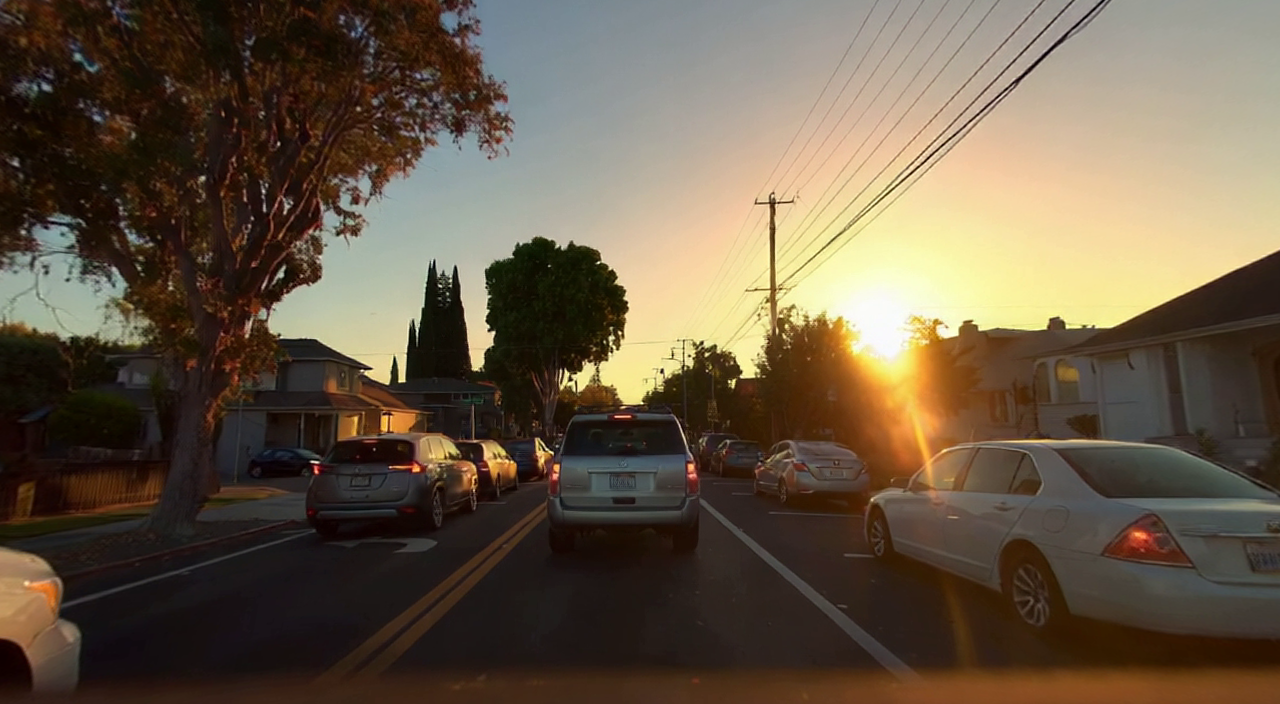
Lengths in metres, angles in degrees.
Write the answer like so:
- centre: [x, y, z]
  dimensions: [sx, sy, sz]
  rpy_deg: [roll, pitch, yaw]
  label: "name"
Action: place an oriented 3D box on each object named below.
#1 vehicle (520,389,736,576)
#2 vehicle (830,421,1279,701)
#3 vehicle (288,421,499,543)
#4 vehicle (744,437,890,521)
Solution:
- centre: [-0.207, 1.616, 8.550]
  dimensions: [2.164, 1.867, 4.254]
  rpy_deg: [0, -8, -2]
  label: "vehicle"
- centre: [3.473, 1.462, 5.766]
  dimensions: [1.977, 1.480, 4.589]
  rpy_deg: [0, -8, -1]
  label: "vehicle"
- centre: [-3.723, 2.023, 10.520]
  dimensions: [1.864, 1.576, 4.324]
  rpy_deg: [0, -8, -2]
  label: "vehicle"
- centre: [3.472, 2.546, 13.240]
  dimensions: [1.880, 1.476, 3.932]
  rpy_deg: [0, -8, 0]
  label: "vehicle"
